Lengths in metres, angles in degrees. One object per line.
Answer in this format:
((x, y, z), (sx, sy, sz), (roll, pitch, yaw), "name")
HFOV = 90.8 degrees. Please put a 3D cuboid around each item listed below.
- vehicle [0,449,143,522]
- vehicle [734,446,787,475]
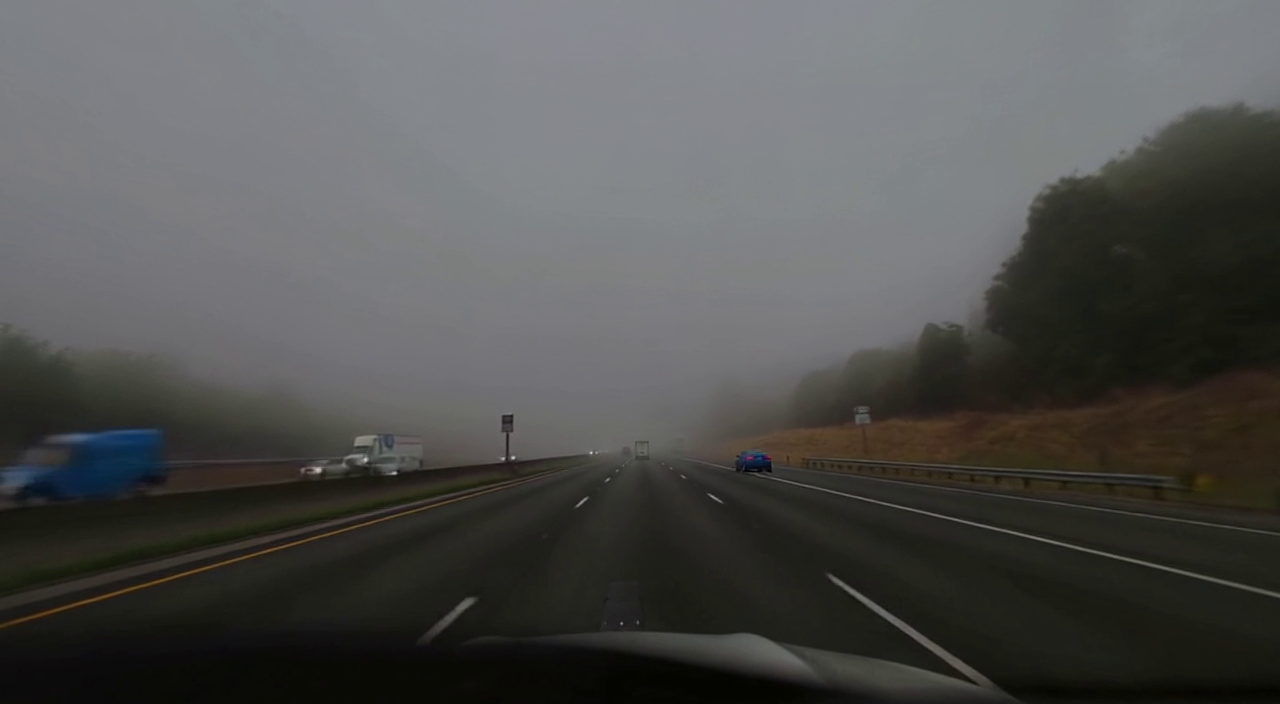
((-19.401, 4.223, 20.622), (2.091, 2.078, 5.210), (0, -9, -1), "vehicle")
((6.599, 5.983, 35.011), (1.967, 1.472, 3.751), (0, -9, -3), "vehicle")
